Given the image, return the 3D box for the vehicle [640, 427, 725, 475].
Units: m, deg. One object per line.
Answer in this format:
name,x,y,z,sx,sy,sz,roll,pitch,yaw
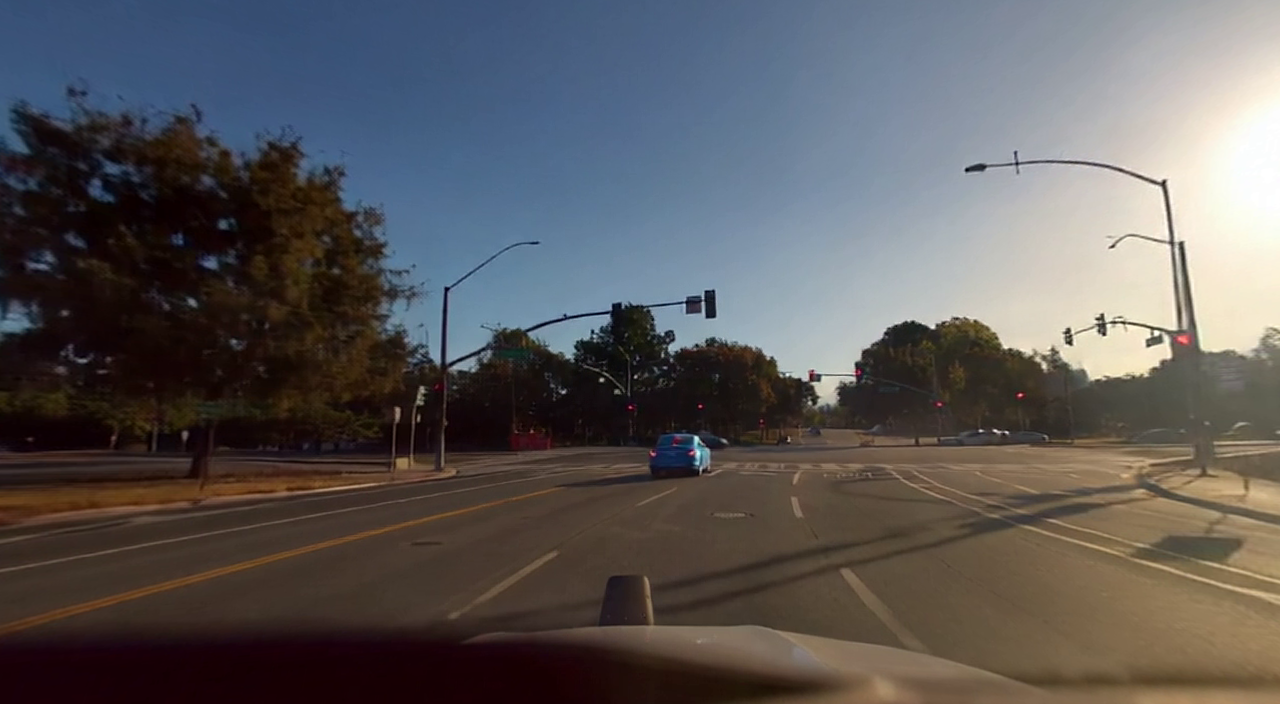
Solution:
vehicle,1.658,3.612,23.127,2.055,1.573,4.065,-3,-9,19
